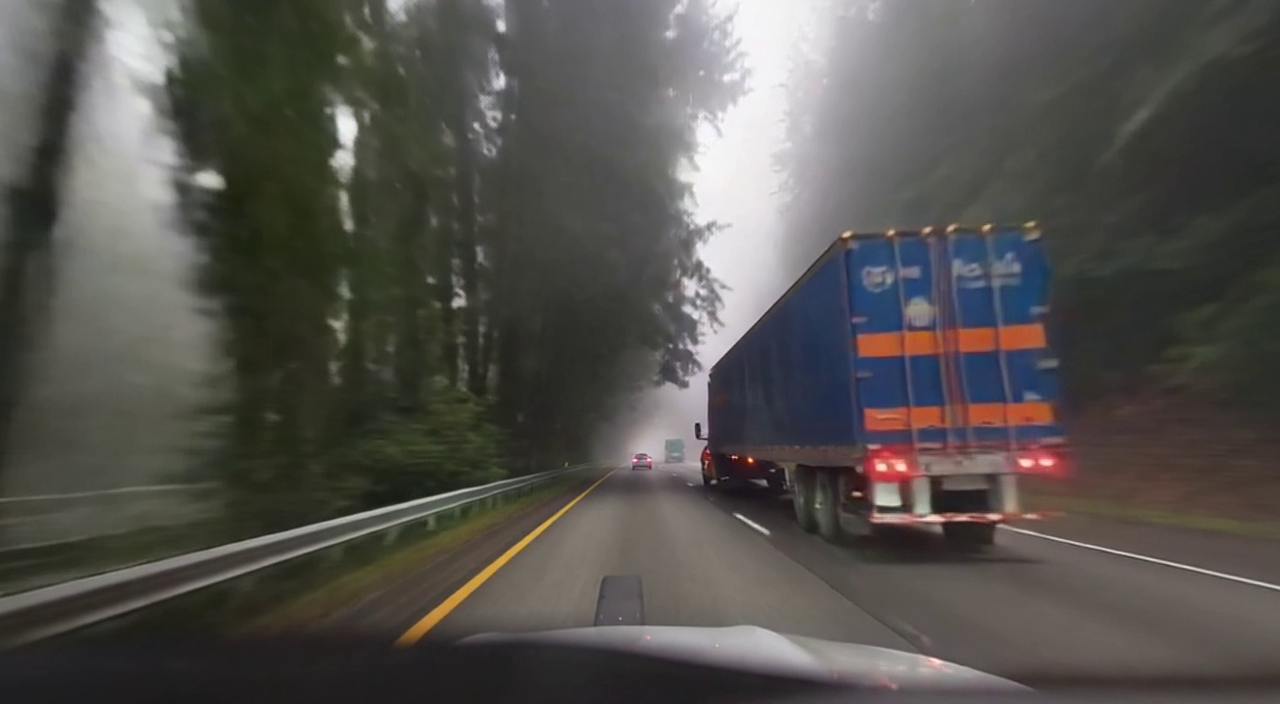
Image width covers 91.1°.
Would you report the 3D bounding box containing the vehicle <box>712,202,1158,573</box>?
[{"bbox_3d":[3.791,1.183,12.587,3.440,4.090,11.380,-1,-9,1],"label":"vehicle"}]
